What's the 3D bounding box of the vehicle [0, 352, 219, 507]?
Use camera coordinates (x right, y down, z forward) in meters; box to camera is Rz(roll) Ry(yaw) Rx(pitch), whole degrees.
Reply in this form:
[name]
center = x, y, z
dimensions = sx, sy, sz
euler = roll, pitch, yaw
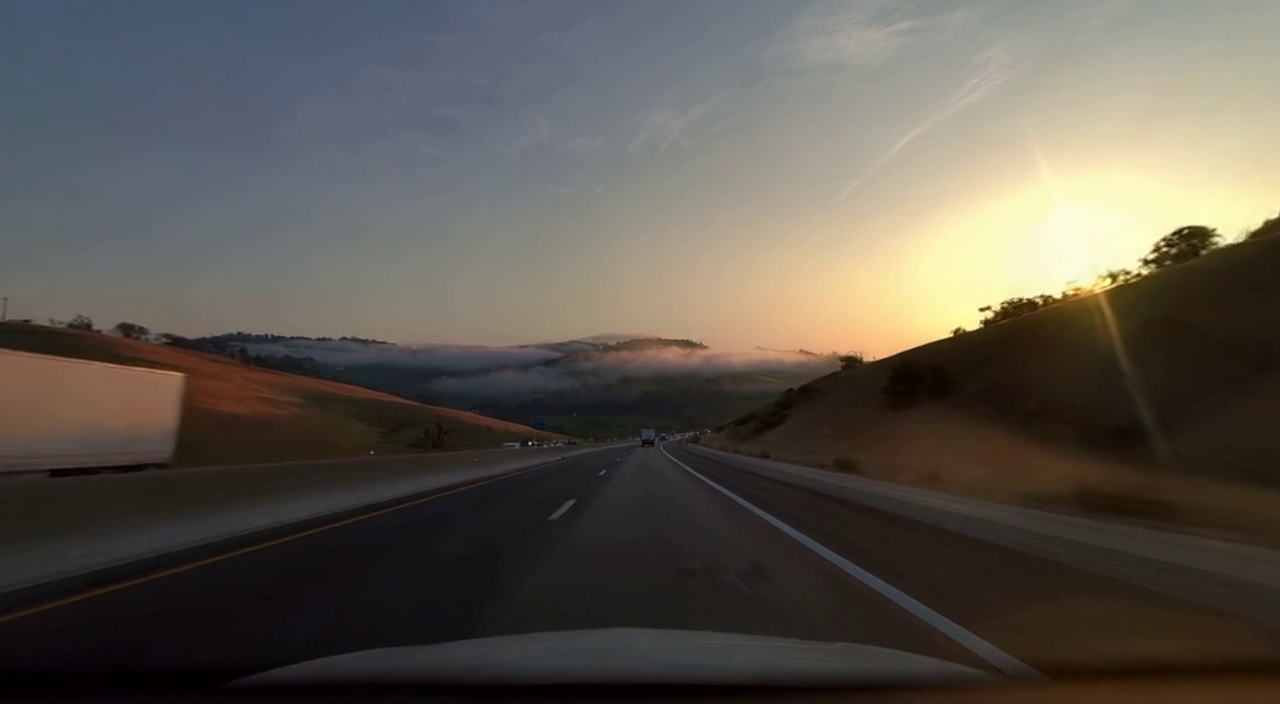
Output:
[vehicle]
center = -17.767, 2.557, 20.087
dimensions = 2.813, 3.963, 8.093
euler = -1, -8, 1
